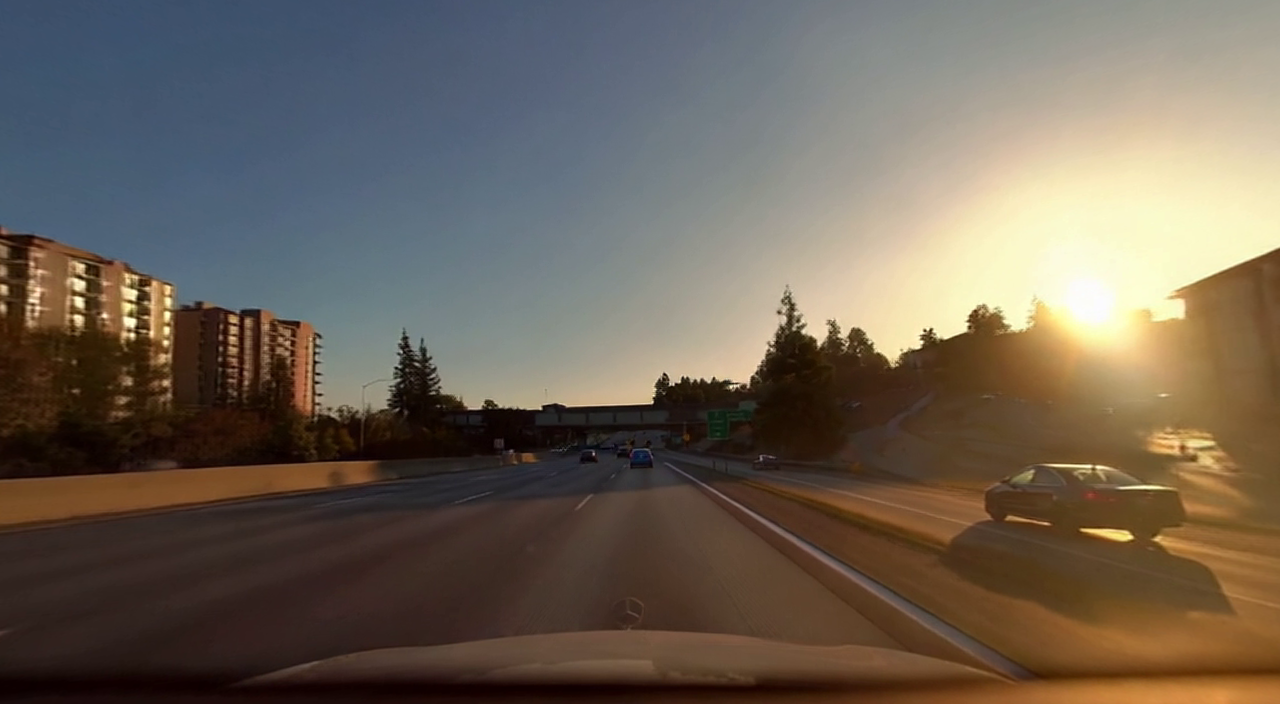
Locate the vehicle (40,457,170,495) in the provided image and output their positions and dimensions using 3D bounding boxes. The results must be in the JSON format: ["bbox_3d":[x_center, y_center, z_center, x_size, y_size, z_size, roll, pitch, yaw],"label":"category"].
[{"bbox_3d":[-23.572,5.446,28.043,2.029,1.448,4.262,0,-8,1],"label":"vehicle"}]

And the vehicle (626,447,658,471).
[{"bbox_3d":[0.155,7.153,42.324,2.051,1.443,3.770,0,-8,0],"label":"vehicle"}]

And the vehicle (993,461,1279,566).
[{"bbox_3d":[12.182,3.837,15.984,2.599,1.962,5.759,1,-8,-7],"label":"vehicle"}]
